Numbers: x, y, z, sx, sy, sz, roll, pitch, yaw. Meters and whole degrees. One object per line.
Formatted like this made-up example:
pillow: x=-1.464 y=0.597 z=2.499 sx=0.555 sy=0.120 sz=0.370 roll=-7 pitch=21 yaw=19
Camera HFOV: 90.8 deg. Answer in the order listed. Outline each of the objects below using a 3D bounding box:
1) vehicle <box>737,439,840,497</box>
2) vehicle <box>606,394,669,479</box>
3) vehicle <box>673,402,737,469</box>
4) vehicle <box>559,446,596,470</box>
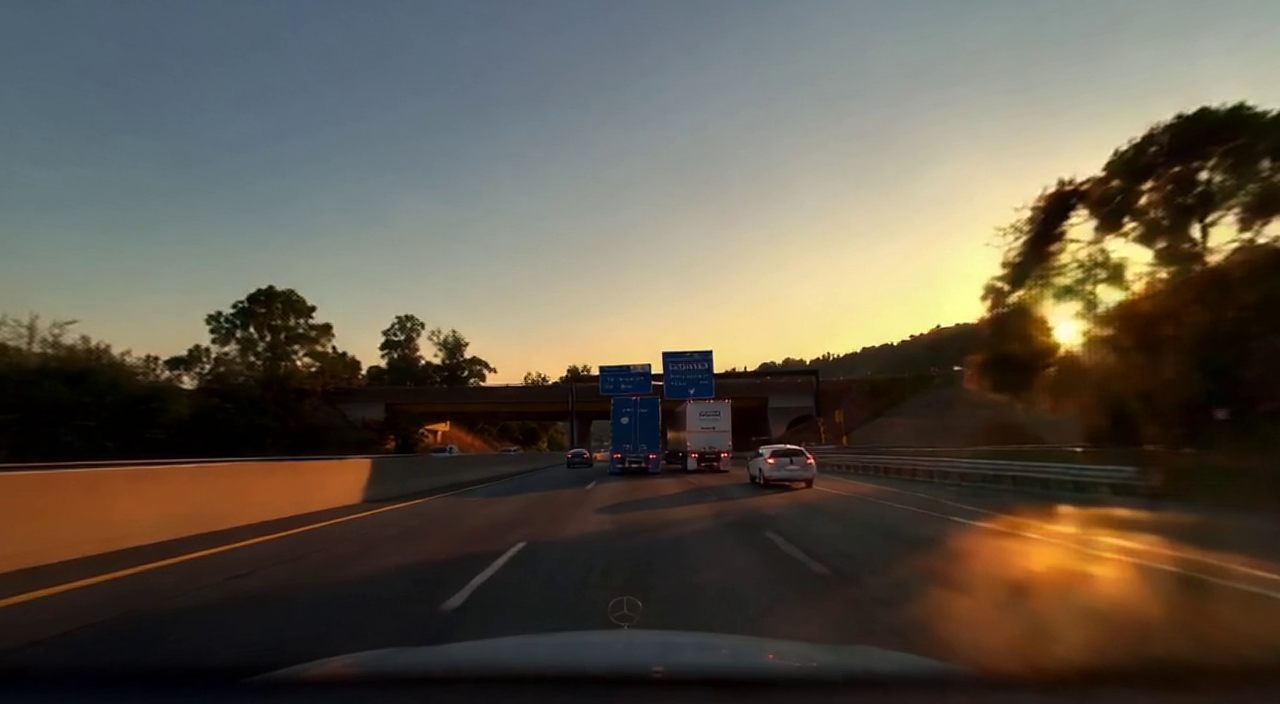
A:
vehicle: x=4.411 y=3.529 z=19.631 sx=2.086 sy=1.530 sz=4.808 roll=0 pitch=-9 yaw=1
vehicle: x=-0.185 y=4.540 z=33.447 sx=2.864 sy=3.805 sz=9.709 roll=0 pitch=-9 yaw=-1
vehicle: x=4.427 y=6.313 z=46.680 sx=3.044 sy=4.128 sz=14.482 roll=0 pitch=-9 yaw=-1
vehicle: x=-4.109 y=7.099 z=42.418 sx=2.067 sy=1.452 sz=4.085 roll=0 pitch=-9 yaw=0
